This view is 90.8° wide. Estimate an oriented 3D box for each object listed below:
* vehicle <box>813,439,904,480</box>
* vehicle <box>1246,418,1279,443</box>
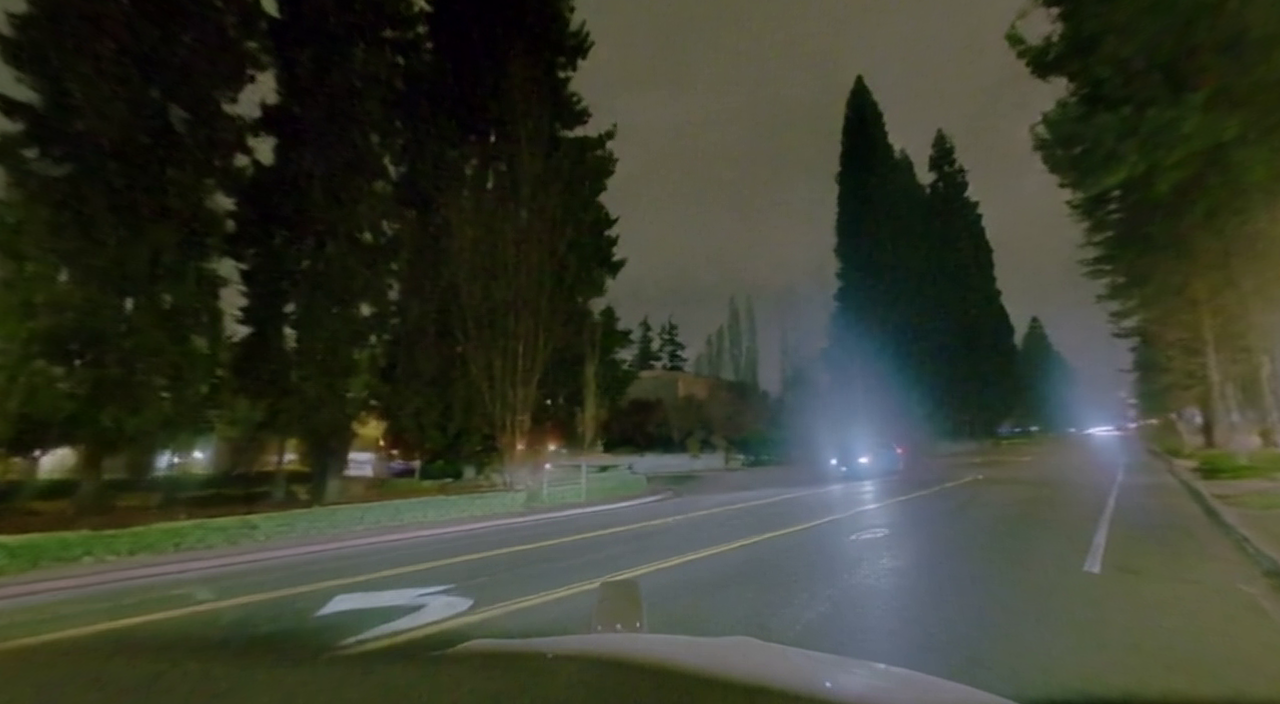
[{"bbox_3d":[8.744,4.205,25.083,1.926,1.465,4.433,-8,-11,38],"label":"vehicle"},{"bbox_3d":[46.362,5.798,46.534,2.039,1.707,4.518,-8,-11,40],"label":"vehicle"}]
